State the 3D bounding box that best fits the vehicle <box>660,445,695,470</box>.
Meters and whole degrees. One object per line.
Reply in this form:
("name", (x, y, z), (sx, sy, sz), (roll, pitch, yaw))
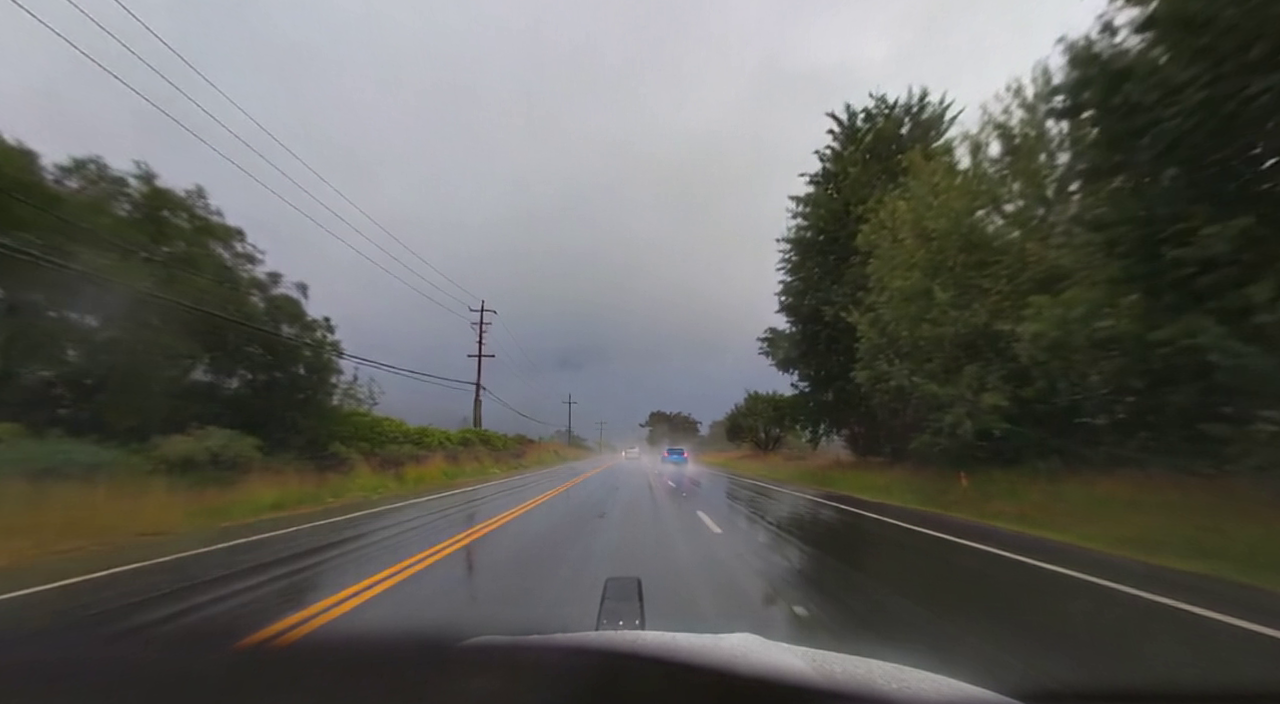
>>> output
("vehicle", (2.674, 7.675, 46.191), (2.135, 1.692, 4.185), (0, -9, -2))
